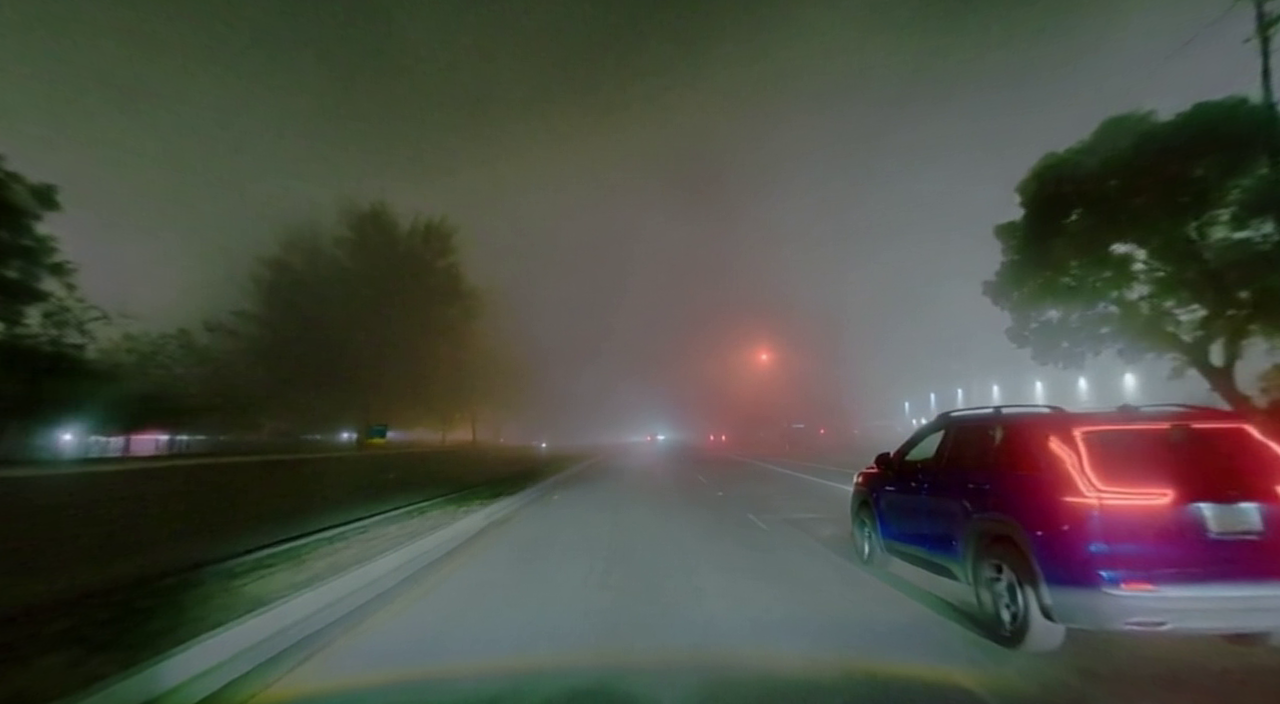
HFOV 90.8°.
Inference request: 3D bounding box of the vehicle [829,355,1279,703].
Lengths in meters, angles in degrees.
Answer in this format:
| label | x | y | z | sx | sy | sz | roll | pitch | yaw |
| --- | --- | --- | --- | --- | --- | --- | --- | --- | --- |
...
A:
| label | x | y | z | sx | sy | sz | roll | pitch | yaw |
| --- | --- | --- | --- | --- | --- | --- | --- | --- | --- |
| vehicle | 3.156 | 1.146 | 4.860 | 2.060 | 1.665 | 4.284 | 0 | -8 | 0 |
